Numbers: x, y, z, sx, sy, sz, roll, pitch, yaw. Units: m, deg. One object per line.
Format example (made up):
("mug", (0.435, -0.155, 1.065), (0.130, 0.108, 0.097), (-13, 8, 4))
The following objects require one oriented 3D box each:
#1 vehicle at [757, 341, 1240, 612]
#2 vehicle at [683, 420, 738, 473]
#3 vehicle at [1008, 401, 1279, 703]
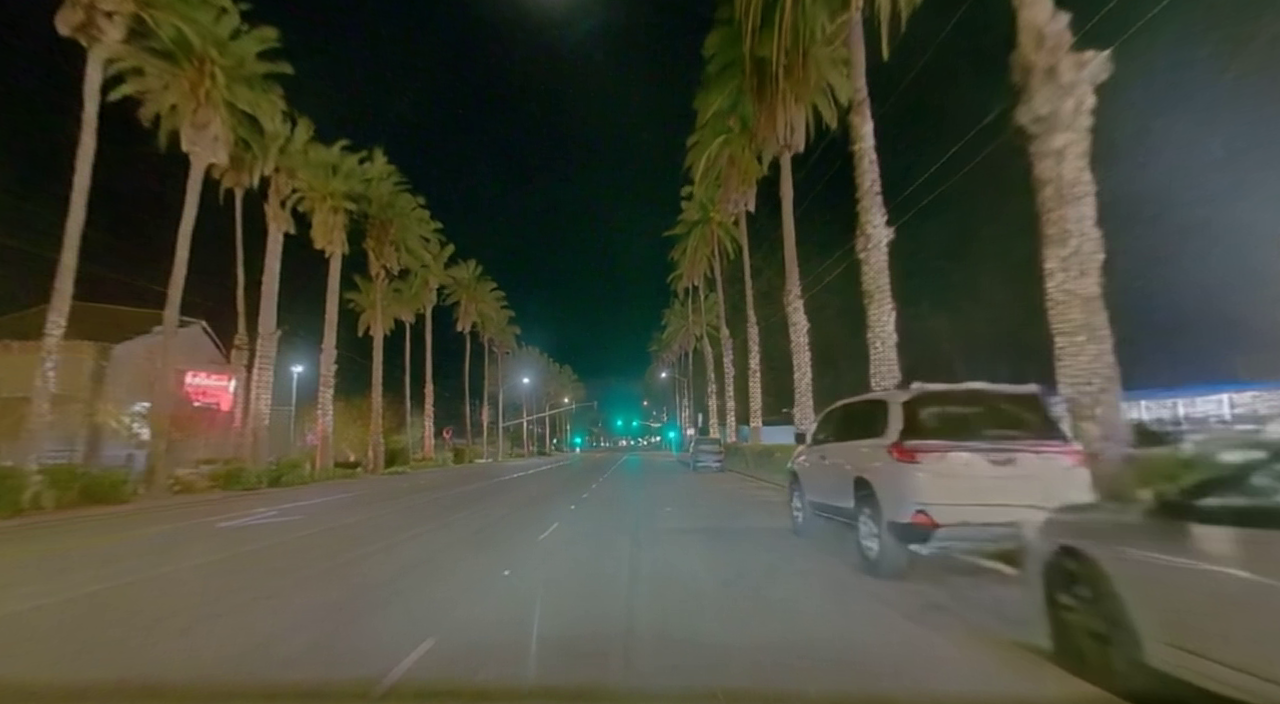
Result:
("vehicle", (3.390, 1.432, 8.149), (2.557, 2.128, 6.242), (0, -9, 0))
("vehicle", (3.634, 5.051, 33.680), (2.221, 2.552, 5.594), (0, -9, -1))
("vehicle", (3.377, 0.809, 1.575), (1.908, 1.480, 4.712), (0, -9, -3))
